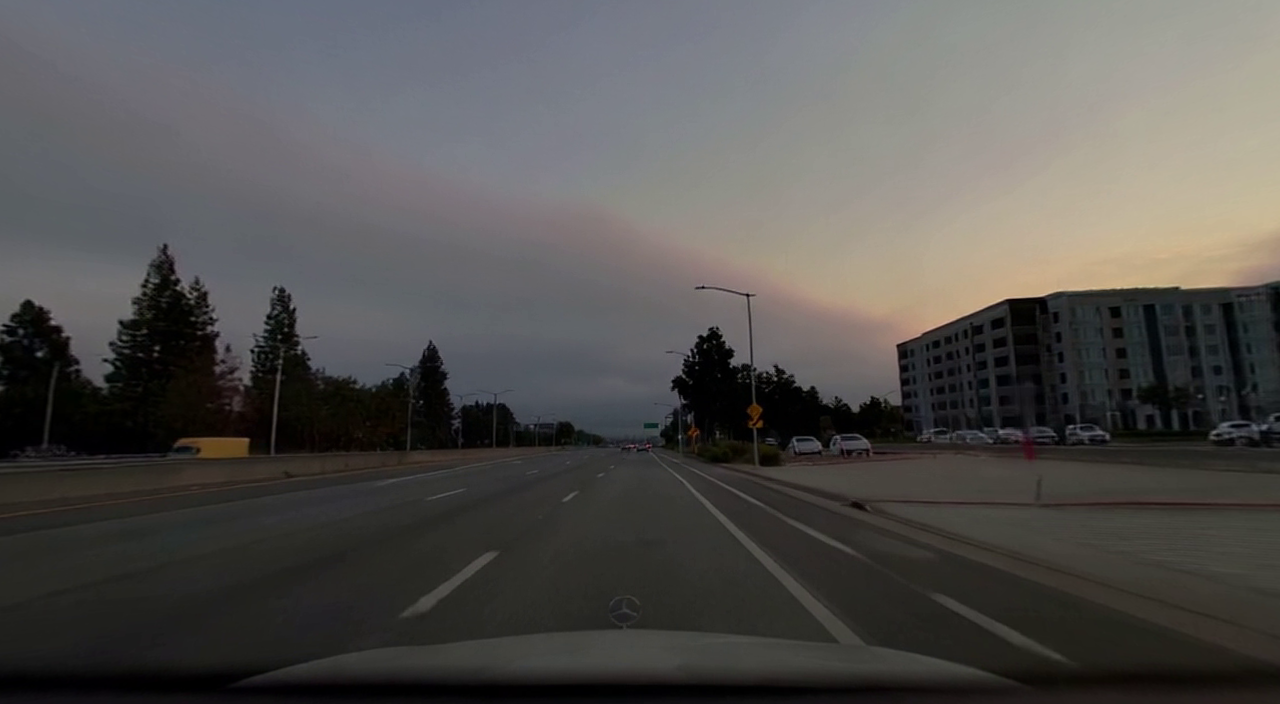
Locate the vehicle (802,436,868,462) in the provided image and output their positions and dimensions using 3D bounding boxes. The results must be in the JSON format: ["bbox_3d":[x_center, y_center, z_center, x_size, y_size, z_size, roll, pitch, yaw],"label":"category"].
[{"bbox_3d":[14.947,7.442,48.473,4.388,1.446,1.808,-6,-7,1],"label":"vehicle"}]

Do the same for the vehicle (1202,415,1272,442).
[{"bbox_3d":[42.610,5.483,45.002,4.477,1.834,2.117,4,-9,-28],"label":"vehicle"}]

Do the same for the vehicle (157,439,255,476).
[{"bbox_3d":[-32.099,7.785,46.993,2.514,2.485,6.584,0,-8,1],"label":"vehicle"}]
